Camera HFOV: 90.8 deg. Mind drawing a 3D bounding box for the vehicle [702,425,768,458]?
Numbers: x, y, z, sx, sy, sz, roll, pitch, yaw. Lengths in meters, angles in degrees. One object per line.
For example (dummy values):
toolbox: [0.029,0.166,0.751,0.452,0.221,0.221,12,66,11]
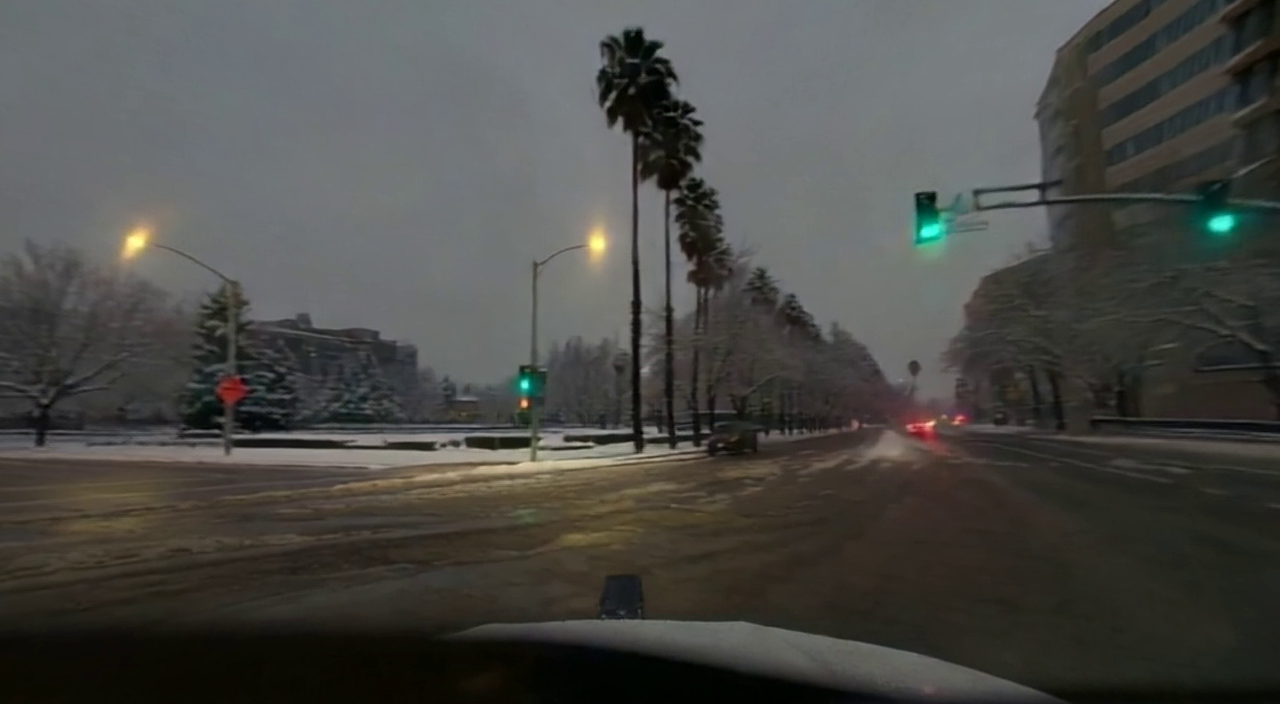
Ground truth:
vehicle: [4.686,4.318,30.579,2.149,1.477,4.186,-4,-9,23]
